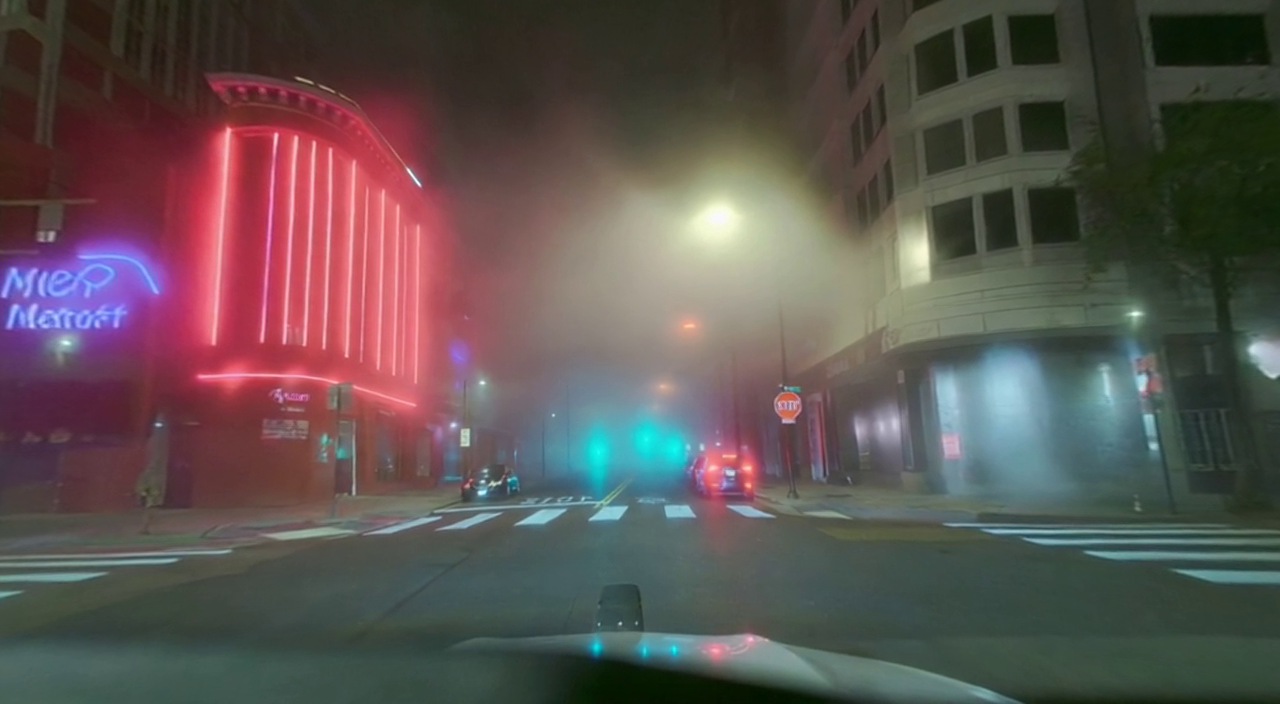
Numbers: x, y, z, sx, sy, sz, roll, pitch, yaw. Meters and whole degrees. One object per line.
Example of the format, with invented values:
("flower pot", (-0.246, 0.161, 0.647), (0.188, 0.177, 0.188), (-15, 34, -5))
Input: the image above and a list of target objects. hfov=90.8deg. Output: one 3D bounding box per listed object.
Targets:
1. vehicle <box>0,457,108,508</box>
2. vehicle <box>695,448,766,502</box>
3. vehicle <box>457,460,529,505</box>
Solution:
("vehicle", (-28.062, 6.138, 30.165), (1.665, 1.432, 4.120), (7, -1, 0))
("vehicle", (3.111, 4.321, 22.642), (1.917, 1.680, 4.500), (0, -8, 0))
("vehicle", (-5.449, 4.852, 23.879), (1.864, 1.447, 3.887), (0, -8, -2))
